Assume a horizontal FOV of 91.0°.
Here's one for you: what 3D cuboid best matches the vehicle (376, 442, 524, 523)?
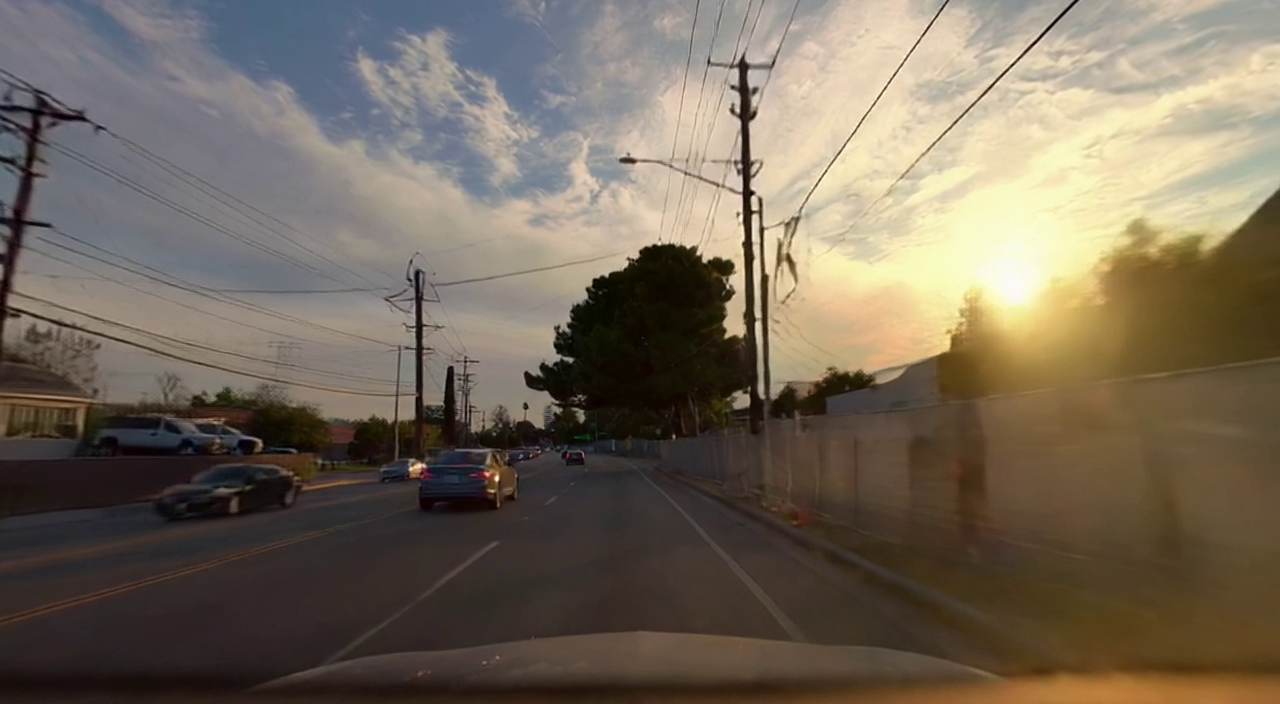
[{"bbox_3d":[-4.069,2.864,14.401,2.020,1.489,4.469,1,-9,-1],"label":"vehicle"}]

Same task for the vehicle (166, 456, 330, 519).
[{"bbox_3d":[-10.571,3.647,17.428,1.864,1.448,4.186,1,-9,-1],"label":"vehicle"}]

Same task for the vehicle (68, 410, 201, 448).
[{"bbox_3d":[-25.307,3.918,31.669,4.635,1.737,2.146,2,-9,-5],"label":"vehicle"}]

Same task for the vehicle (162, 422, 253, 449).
[{"bbox_3d":[-25.493,4.975,37.227,3.898,1.463,1.839,1,-9,-2],"label":"vehicle"}]
